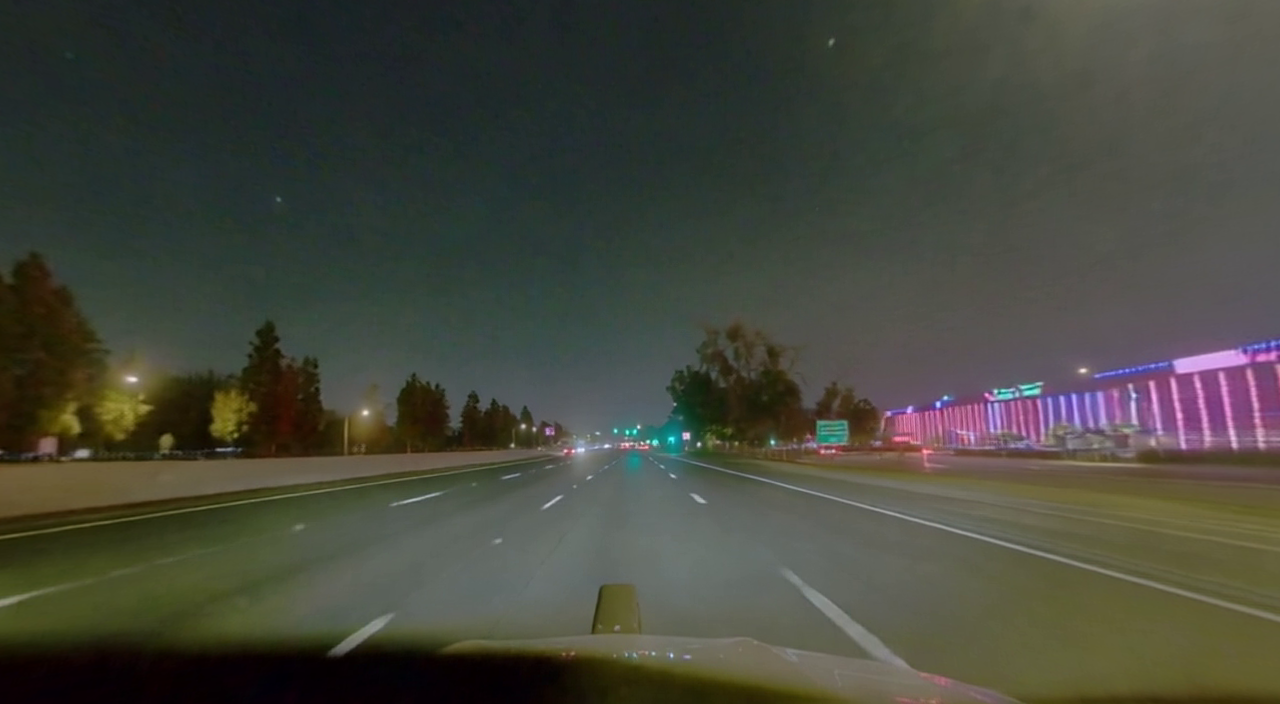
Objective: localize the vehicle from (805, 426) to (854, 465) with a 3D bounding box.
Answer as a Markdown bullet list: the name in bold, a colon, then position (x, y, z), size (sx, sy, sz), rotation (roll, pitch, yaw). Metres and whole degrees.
- **vehicle**: position (14.575, 7.190, 48.631), size (2.312, 2.875, 2.697), rotation (3, -10, -20)
